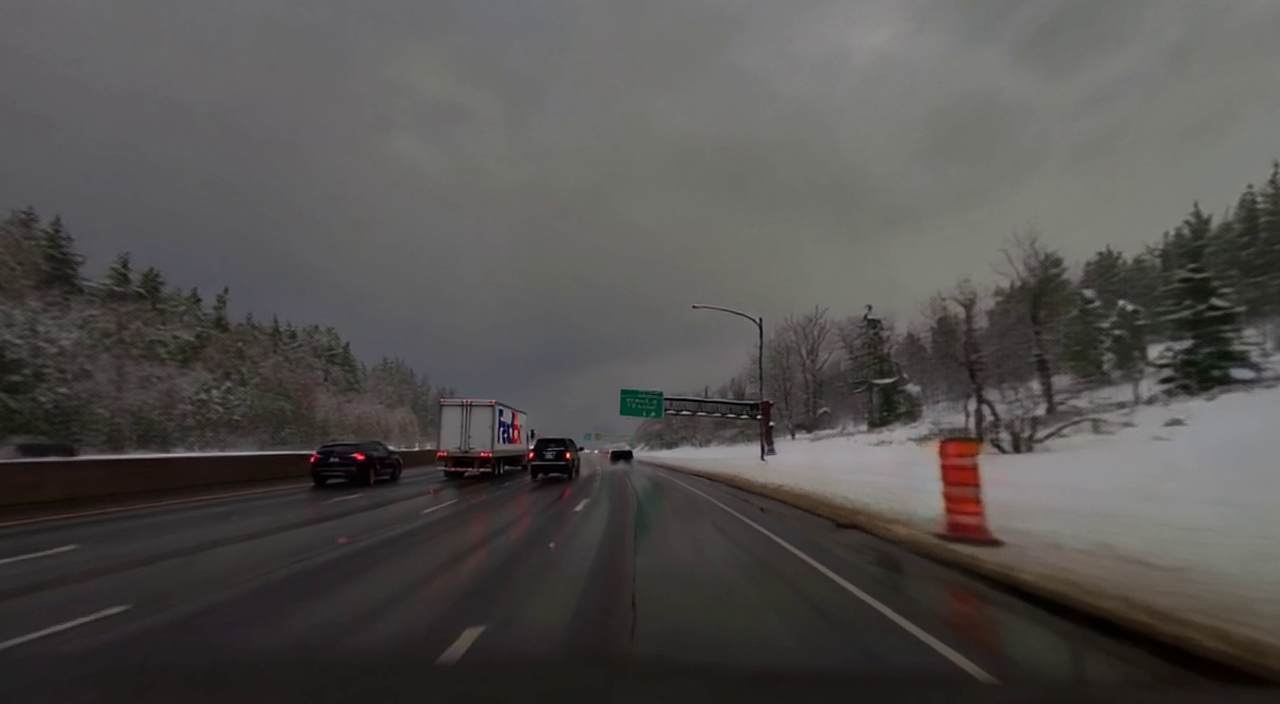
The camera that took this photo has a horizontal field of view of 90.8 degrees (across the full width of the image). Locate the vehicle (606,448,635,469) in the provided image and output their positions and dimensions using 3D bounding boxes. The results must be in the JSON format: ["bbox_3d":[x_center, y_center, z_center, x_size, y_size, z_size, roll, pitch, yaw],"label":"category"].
[{"bbox_3d":[-1.470,7.846,46.656,2.043,1.489,3.839,0,-9,-3],"label":"vehicle"}]

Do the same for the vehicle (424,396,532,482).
[{"bbox_3d":[-6.935,4.002,28.561,2.870,3.266,8.589,0,-9,-2],"label":"vehicle"}]

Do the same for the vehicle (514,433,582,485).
[{"bbox_3d":[-3.604,4.313,25.588,2.170,1.886,4.628,0,-9,-1],"label":"vehicle"}]

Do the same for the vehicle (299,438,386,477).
[{"bbox_3d":[-13.818,4.914,29.639,2.018,1.668,4.409,0,-9,-2],"label":"vehicle"}]

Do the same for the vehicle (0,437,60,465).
[{"bbox_3d":[-34.458,5.398,34.317,1.768,1.461,4.487,0,-9,-4],"label":"vehicle"}]
